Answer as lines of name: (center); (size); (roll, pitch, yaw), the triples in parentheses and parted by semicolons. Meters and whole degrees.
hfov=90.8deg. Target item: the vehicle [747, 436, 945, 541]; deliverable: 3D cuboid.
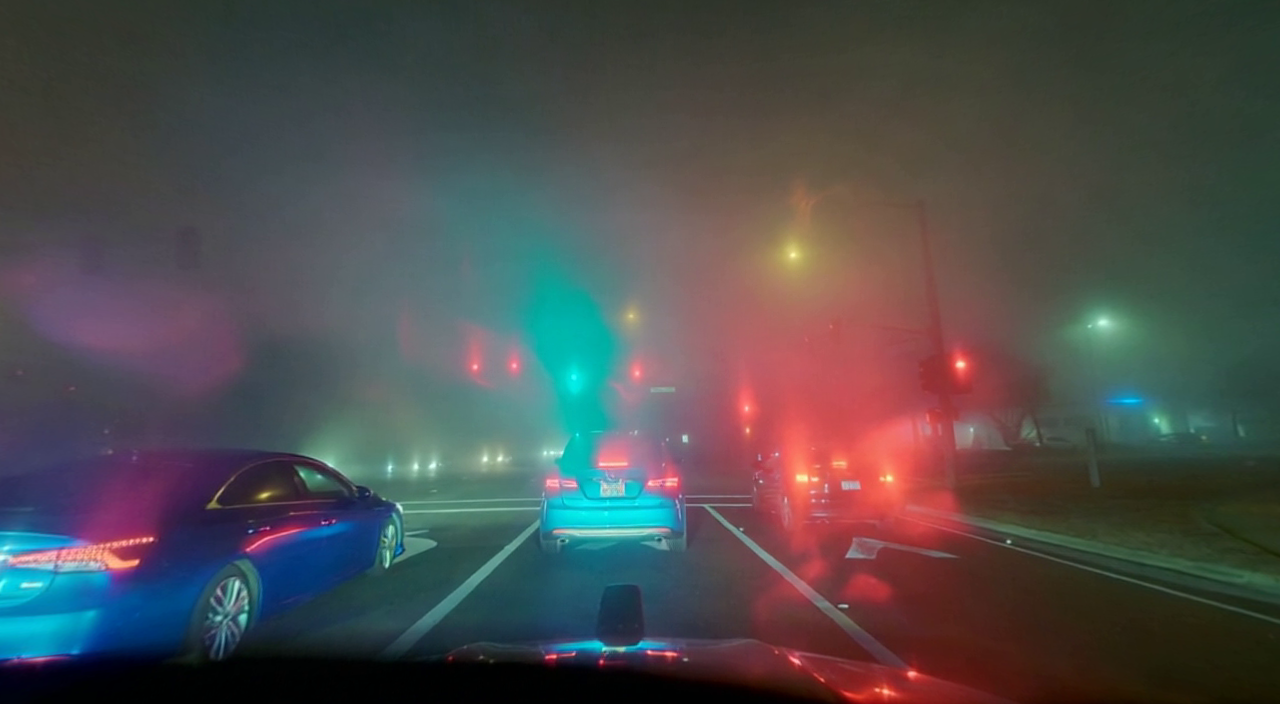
vehicle: (3.275, 2.259, 11.164); (1.970, 1.449, 4.433); (0, -8, 0)

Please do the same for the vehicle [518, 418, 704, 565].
vehicle: (-0.346, 1.822, 8.966); (2.038, 1.599, 3.844); (0, -8, -1)

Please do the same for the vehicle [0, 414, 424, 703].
vehicle: (-3.581, 1.358, 5.155); (2.052, 1.472, 4.479); (0, -8, 0)
